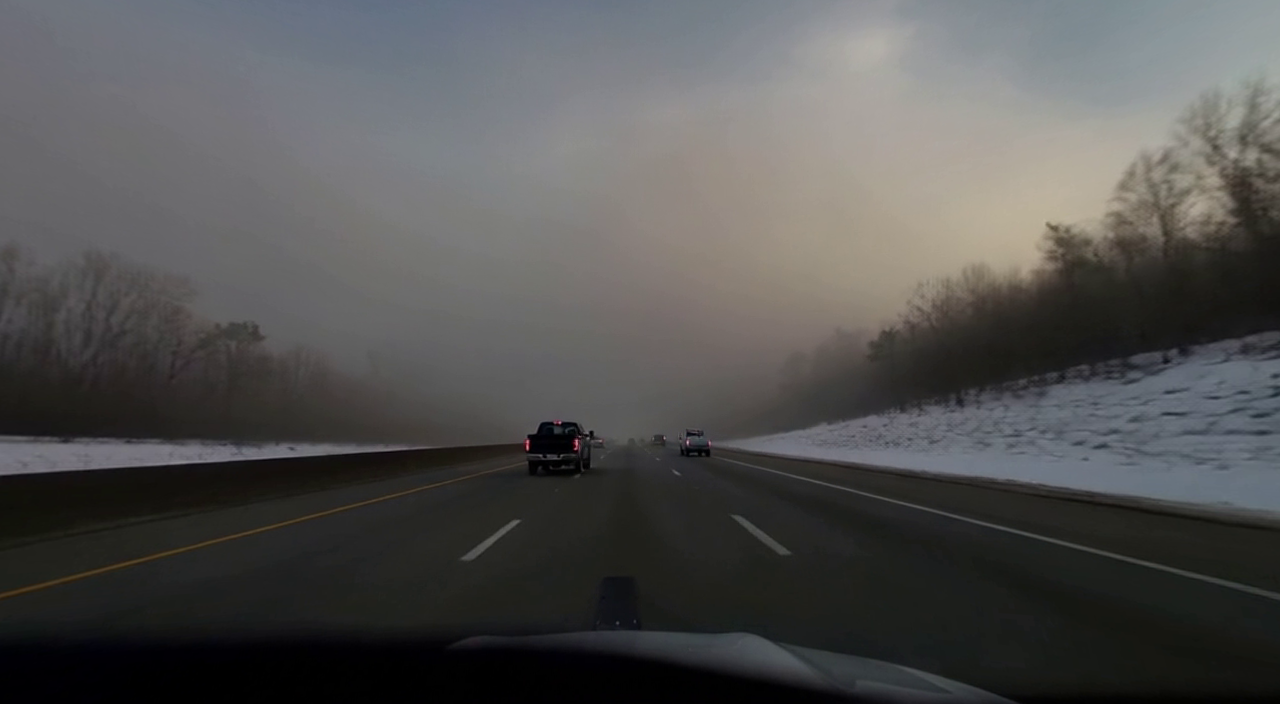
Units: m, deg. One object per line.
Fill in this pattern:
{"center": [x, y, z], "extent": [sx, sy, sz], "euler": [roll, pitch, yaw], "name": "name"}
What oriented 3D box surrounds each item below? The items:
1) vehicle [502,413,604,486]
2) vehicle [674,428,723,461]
{"center": [-2.257, 2.692, 17.716], "extent": [2.185, 1.772, 4.656], "euler": [0, -8, 0], "name": "vehicle"}
{"center": [3.140, 5.049, 34.517], "extent": [2.124, 1.696, 4.173], "euler": [0, -8, -2], "name": "vehicle"}
